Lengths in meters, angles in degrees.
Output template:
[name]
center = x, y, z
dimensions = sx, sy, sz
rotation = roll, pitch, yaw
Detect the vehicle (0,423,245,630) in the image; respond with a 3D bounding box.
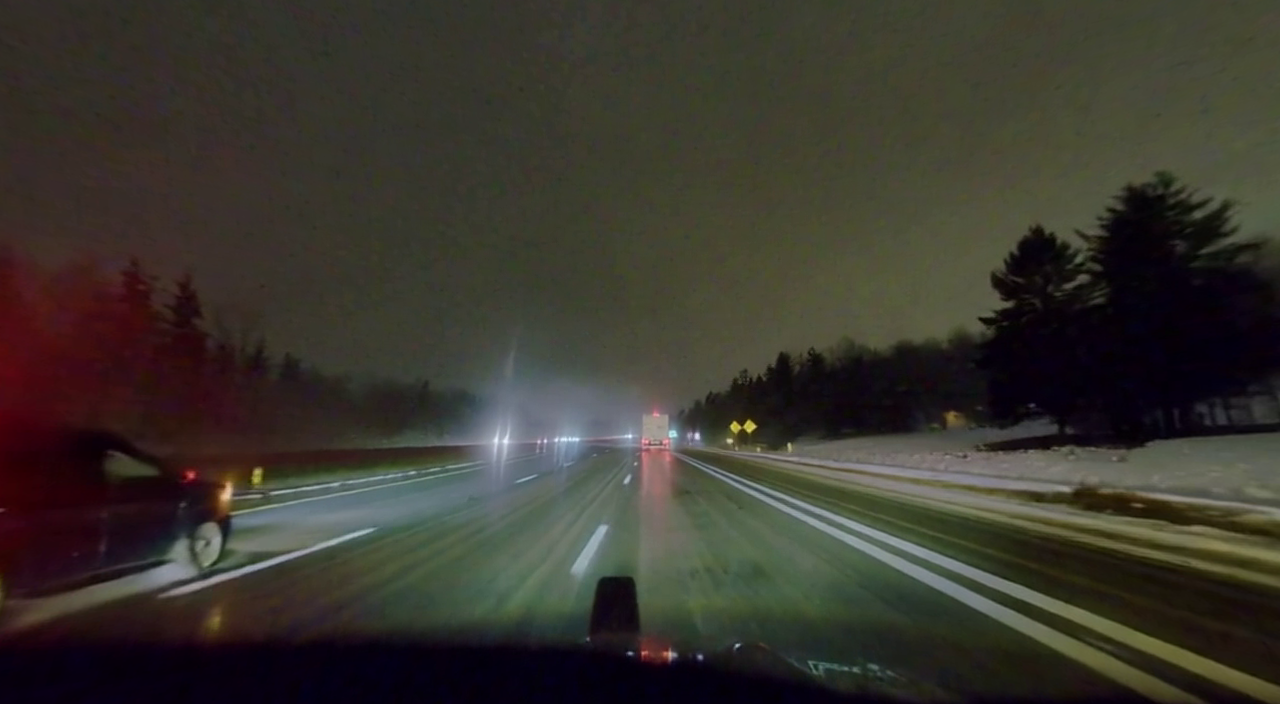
[vehicle]
center = -5.821, 1.330, 4.877
dimensions = 2.227, 1.510, 5.036
rotation = -1, -8, 0
